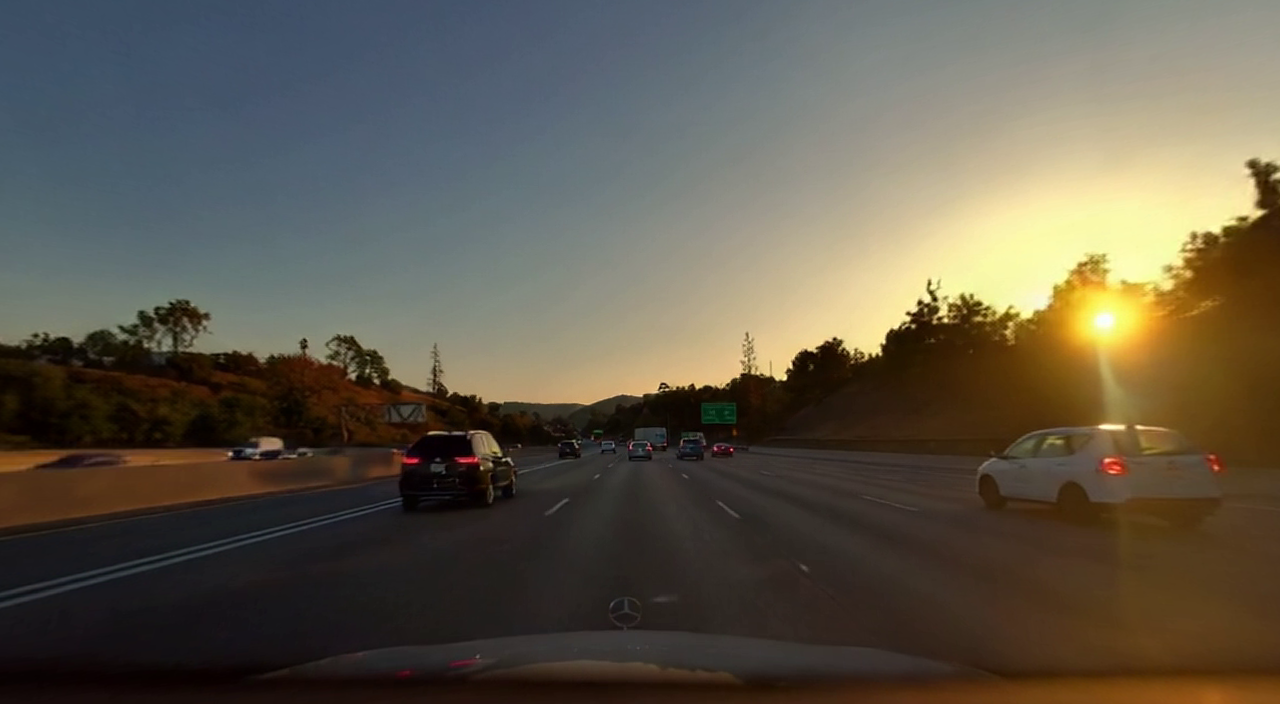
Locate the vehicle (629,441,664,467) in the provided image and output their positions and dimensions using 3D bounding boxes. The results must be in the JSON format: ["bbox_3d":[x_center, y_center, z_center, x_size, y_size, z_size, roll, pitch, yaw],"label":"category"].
[{"bbox_3d":[0.359,6.230,38.717,2.050,1.452,3.917,0,-8,-1],"label":"vehicle"}]

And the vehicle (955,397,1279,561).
[{"bbox_3d":[7.023,1.730,9.345,2.123,1.756,4.959,0,-8,0],"label":"vehicle"}]

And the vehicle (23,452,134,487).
[{"bbox_3d":[-27.502,5.734,31.086,1.789,1.537,3.961,0,-8,0],"label":"vehicle"}]

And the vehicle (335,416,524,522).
[{"bbox_3d":[-3.971,2.313,13.010,2.118,1.750,4.875,0,-8,1],"label":"vehicle"}]
